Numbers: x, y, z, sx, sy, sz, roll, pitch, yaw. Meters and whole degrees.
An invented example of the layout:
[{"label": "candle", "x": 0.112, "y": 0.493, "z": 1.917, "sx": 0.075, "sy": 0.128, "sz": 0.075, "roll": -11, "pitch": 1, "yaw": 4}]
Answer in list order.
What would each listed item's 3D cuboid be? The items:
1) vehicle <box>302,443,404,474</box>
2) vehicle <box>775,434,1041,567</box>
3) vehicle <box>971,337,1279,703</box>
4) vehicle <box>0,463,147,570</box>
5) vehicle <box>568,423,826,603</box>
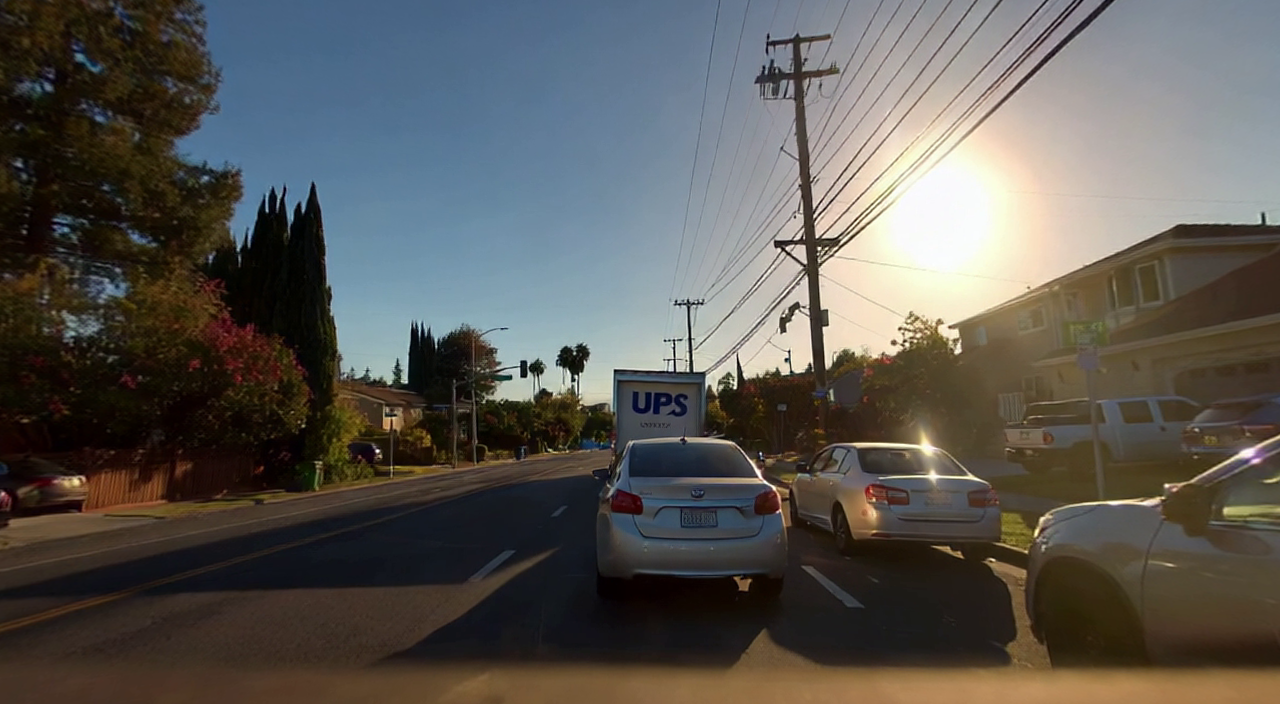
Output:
[{"label": "vehicle", "x": -17.428, "y": 6.466, "z": 38.305, "sx": 5.274, "sy": 1.793, "sz": 1.921, "roll": 0, "pitch": -8, "yaw": 3}, {"label": "vehicle", "x": 3.503, "y": 2.010, "z": 9.354, "sx": 1.993, "sy": 1.479, "sz": 4.487, "roll": 0, "pitch": -8, "yaw": 0}, {"label": "vehicle", "x": 3.315, "y": 0.768, "z": 1.927, "sx": 2.069, "sy": 1.722, "sz": 4.888, "roll": 0, "pitch": -8, "yaw": 2}, {"label": "vehicle", "x": -10.352, "y": 2.492, "z": 9.490, "sx": 1.925, "sy": 1.482, "sz": 4.753, "roll": 0, "pitch": -8, "yaw": 0}, {"label": "vehicle", "x": 0.472, "y": 1.681, "z": 7.529, "sx": 2.158, "sy": 1.499, "sz": 4.377, "roll": 0, "pitch": -8, "yaw": 0}]
